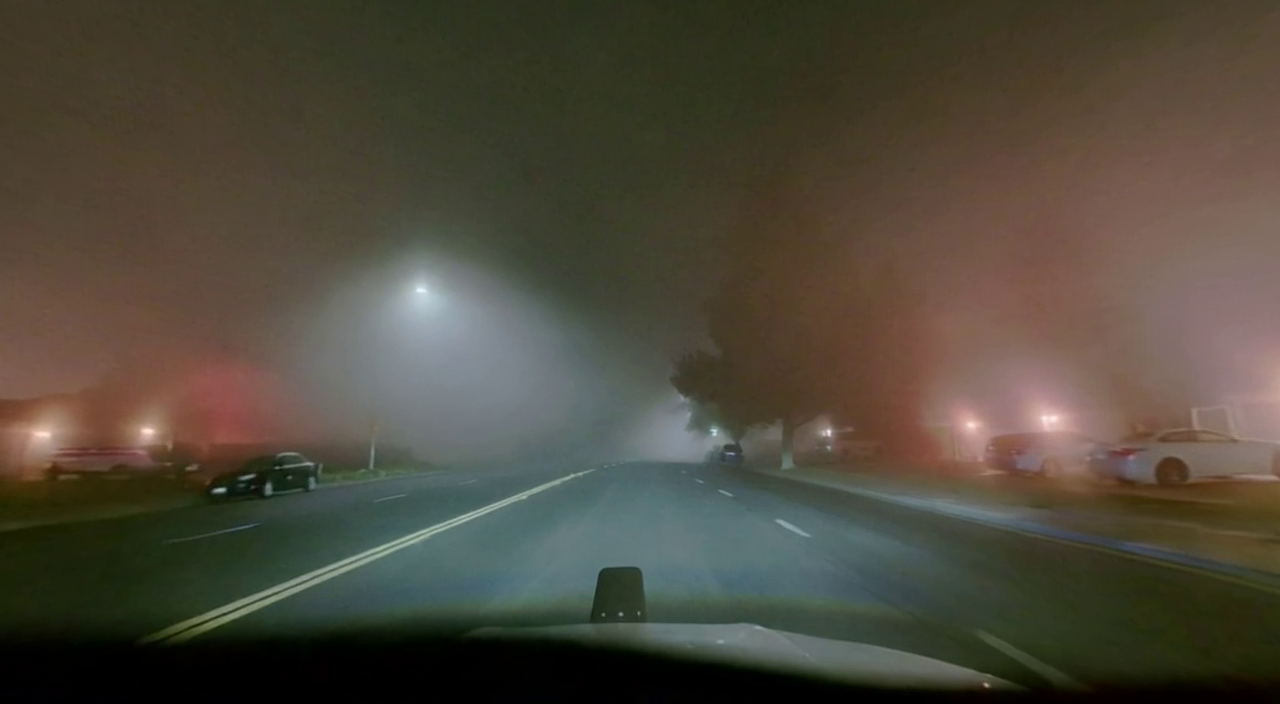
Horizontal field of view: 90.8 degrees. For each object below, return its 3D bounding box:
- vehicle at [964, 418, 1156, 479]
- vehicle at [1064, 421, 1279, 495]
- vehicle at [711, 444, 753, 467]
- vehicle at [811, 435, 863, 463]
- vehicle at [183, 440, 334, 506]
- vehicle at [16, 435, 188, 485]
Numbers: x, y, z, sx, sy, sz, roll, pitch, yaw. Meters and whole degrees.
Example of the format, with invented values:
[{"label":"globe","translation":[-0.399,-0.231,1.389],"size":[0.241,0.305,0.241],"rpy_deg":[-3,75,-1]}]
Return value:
[{"label":"vehicle","translation":[13.990,3.279,21.326],"size":[4.763,1.816,2.227],"rpy_deg":[-2,-9,2]},{"label":"vehicle","translation":[14.038,2.669,16.155],"size":[4.775,1.524,1.983],"rpy_deg":[-4,-9,3]},{"label":"vehicle","translation":[6.457,7.350,44.899],"size":[2.042,1.511,5.029],"rpy_deg":[0,-8,-2]},{"label":"vehicle","translation":[13.314,6.631,43.002],"size":[1.978,1.738,4.734],"rpy_deg":[-2,-9,-1]},{"label":"vehicle","translation":[-11.438,3.666,19.384],"size":[2.020,1.691,4.308],"rpy_deg":[-1,-10,-2]},{"label":"vehicle","translation":[-21.279,4.287,25.156],"size":[4.830,1.857,2.183],"rpy_deg":[-1,-9,2]}]
